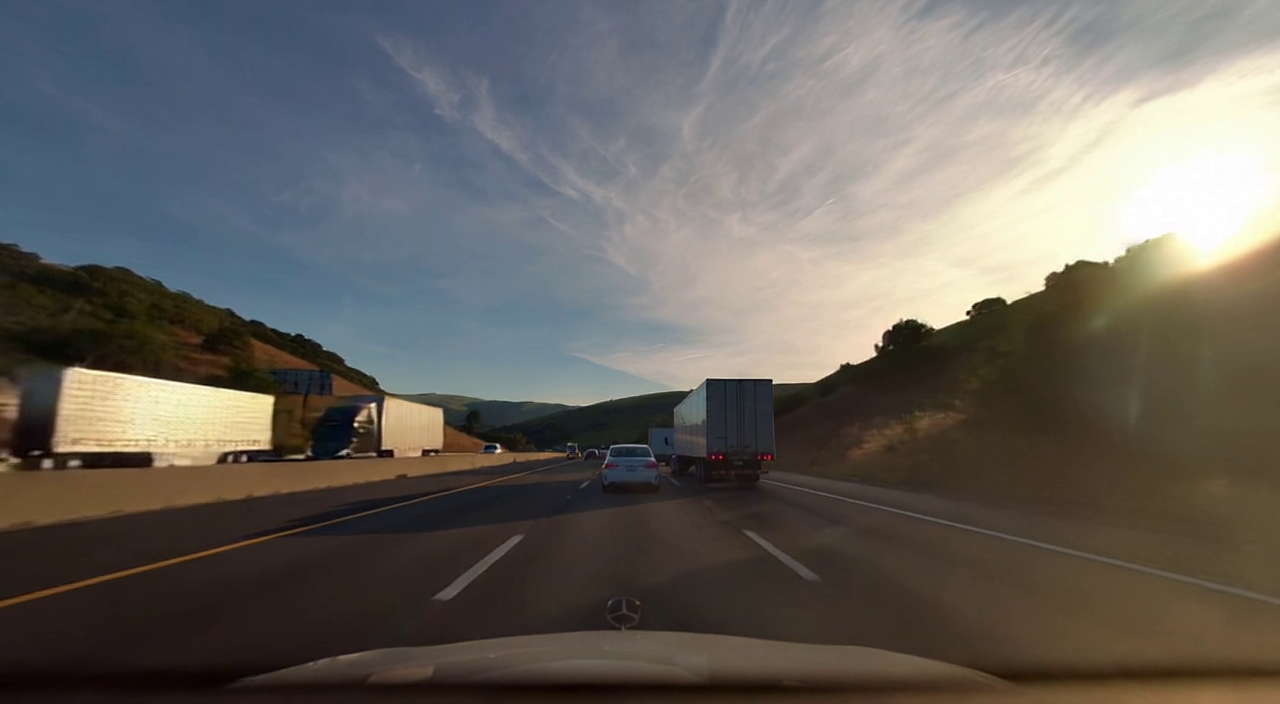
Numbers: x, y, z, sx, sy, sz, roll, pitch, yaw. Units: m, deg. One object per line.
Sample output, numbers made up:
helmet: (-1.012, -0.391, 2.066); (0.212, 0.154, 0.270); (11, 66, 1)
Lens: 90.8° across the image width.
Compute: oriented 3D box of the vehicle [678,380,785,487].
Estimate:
vehicle: (3.893, 4.168, 31.023); (2.812, 4.024, 14.098); (0, -9, -1)

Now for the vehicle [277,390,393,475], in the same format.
vehicle: (-15.481, 4.248, 32.591); (2.985, 3.964, 5.868); (0, -9, -1)

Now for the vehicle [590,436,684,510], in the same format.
vehicle: (-0.082, 3.049, 16.234); (2.109, 1.639, 3.768); (0, -9, -1)

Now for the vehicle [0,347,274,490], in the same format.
vehicle: (-19.748, 2.940, 24.568); (2.833, 4.023, 14.091); (0, -9, -1)
